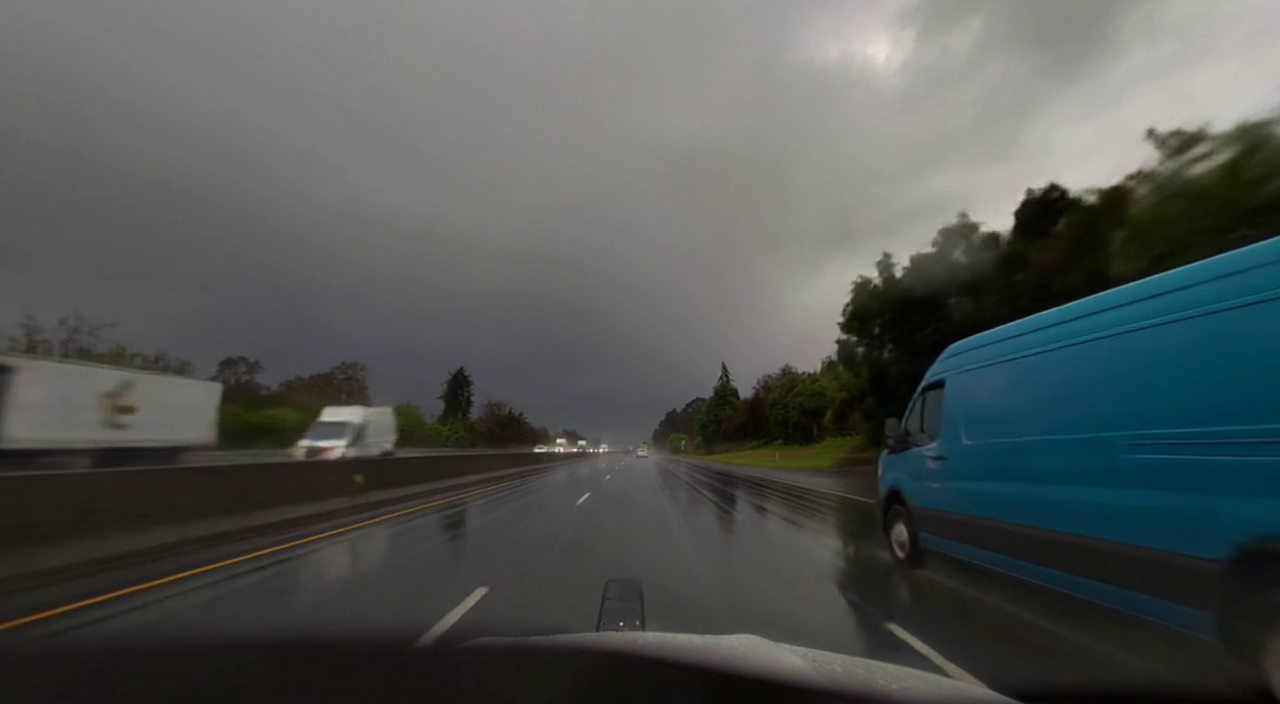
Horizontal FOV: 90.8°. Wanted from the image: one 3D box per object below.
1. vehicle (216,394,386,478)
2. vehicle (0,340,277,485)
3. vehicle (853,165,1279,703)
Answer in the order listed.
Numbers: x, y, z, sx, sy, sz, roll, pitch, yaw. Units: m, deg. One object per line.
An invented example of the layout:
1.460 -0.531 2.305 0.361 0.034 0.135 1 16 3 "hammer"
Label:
-13.129 3.439 25.383 2.779 2.856 7.264 0 -9 0 "vehicle"
-19.595 2.693 24.105 2.911 4.029 14.611 0 -9 -1 "vehicle"
4.020 0.740 4.527 2.552 2.524 6.630 0 -9 -1 "vehicle"
